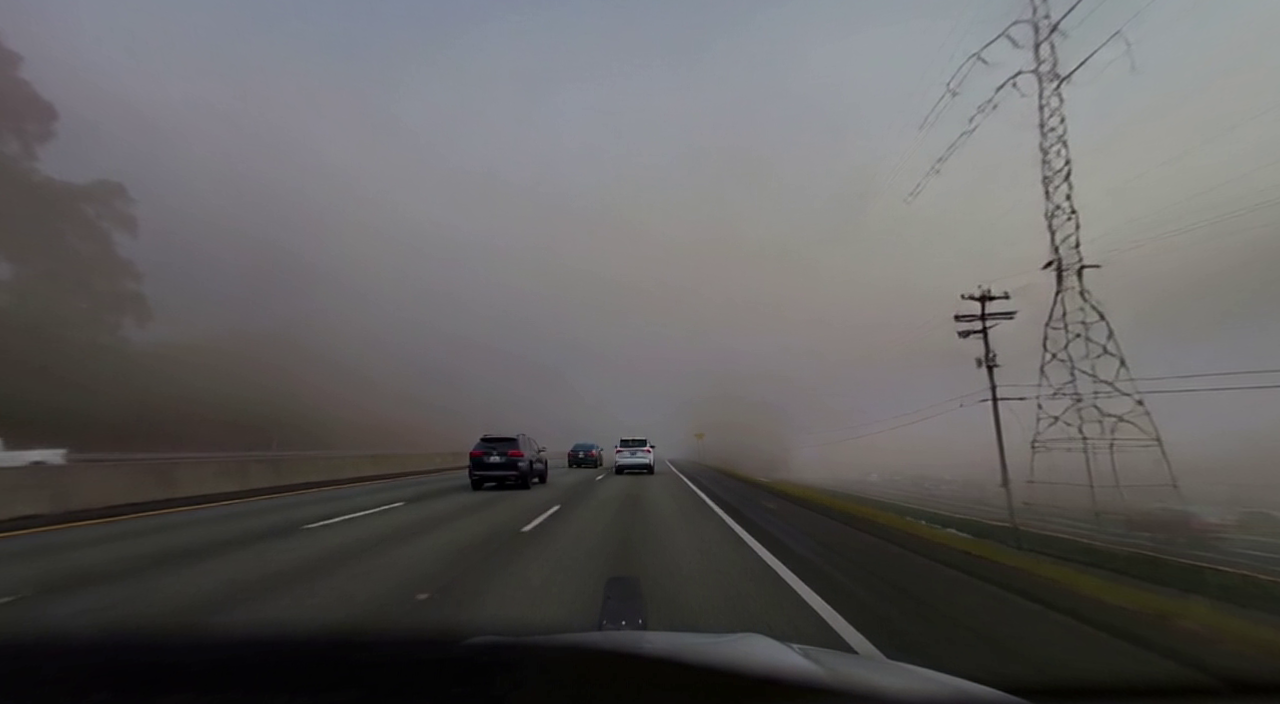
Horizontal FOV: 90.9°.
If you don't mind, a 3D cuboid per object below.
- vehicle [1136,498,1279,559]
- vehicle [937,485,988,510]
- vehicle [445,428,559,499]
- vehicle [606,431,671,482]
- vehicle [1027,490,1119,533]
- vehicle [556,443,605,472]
[{"bbox_3d":[21.654,6.661,24.162,1.820,1.768,4.621,-2,-10,6],"label":"vehicle"},{"bbox_3d":[24.421,10.997,47.912,1.985,1.513,4.339,-1,-8,6],"label":"vehicle"},{"bbox_3d":[-3.737,3.123,18.044,2.104,1.754,4.515,0,-8,2],"label":"vehicle"},{"bbox_3d":[-0.010,4.090,24.918,2.319,1.813,4.274,0,-8,1],"label":"vehicle"},{"bbox_3d":[22.092,8.118,32.448,1.826,1.625,4.758,-1,-8,7],"label":"vehicle"},{"bbox_3d":[-3.151,5.734,34.469,2.092,1.464,4.466,0,-8,2],"label":"vehicle"}]
